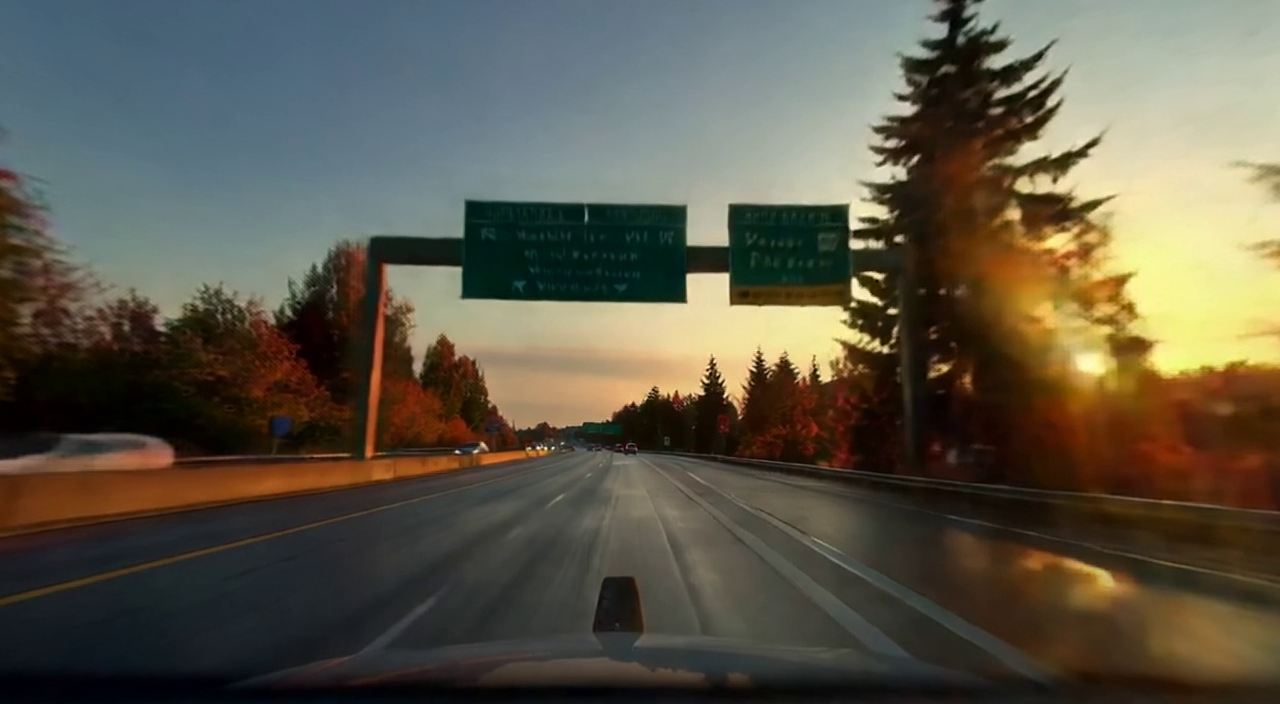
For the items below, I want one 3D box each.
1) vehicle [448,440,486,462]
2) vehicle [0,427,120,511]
[{"bbox_3d":[-13.150,7.543,47.762,1.851,1.525,4.105,0,-9,-2],"label":"vehicle"},{"bbox_3d":[-12.244,2.148,11.570,1.788,1.478,3.988,0,-9,1],"label":"vehicle"}]
